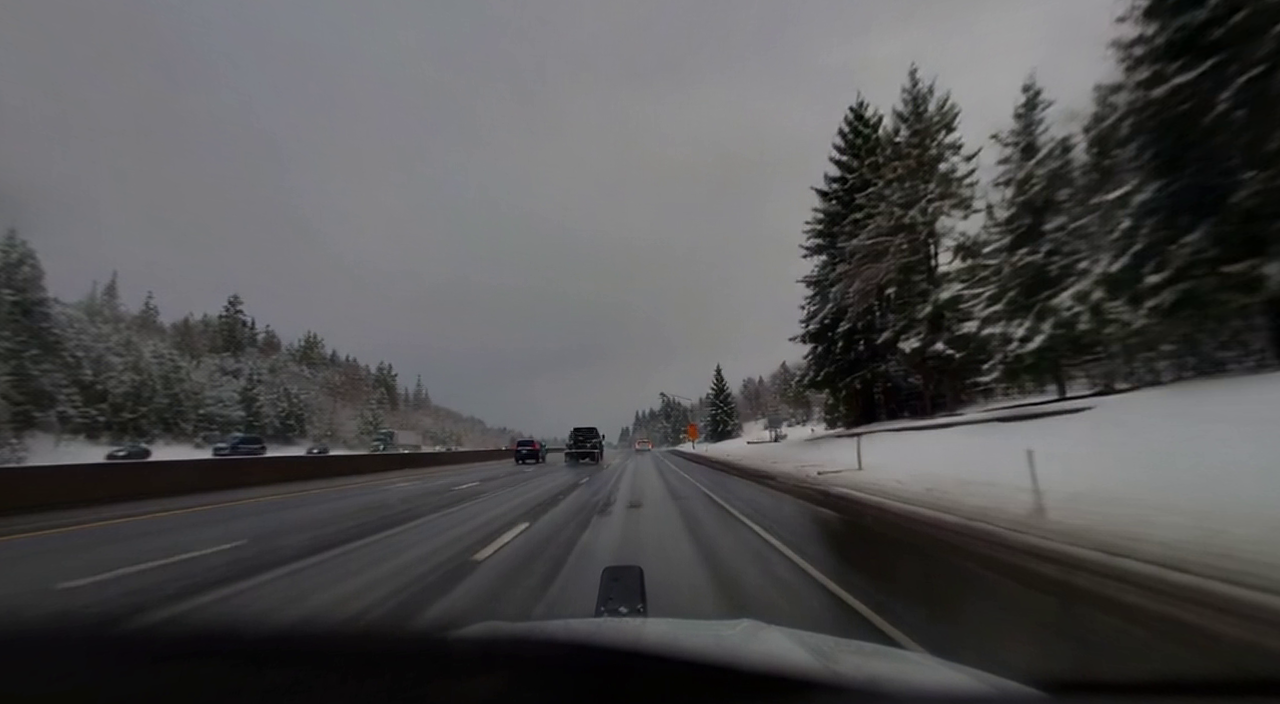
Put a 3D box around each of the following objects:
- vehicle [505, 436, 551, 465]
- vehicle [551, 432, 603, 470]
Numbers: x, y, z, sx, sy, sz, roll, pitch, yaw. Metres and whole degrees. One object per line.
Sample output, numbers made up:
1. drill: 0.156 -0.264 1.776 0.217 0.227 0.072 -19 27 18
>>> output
1. vehicle: -7.301 6.466 41.347 2.078 1.729 4.722 0 -8 1
2. vehicle: -3.092 4.936 31.467 2.194 1.766 3.720 0 -8 0
